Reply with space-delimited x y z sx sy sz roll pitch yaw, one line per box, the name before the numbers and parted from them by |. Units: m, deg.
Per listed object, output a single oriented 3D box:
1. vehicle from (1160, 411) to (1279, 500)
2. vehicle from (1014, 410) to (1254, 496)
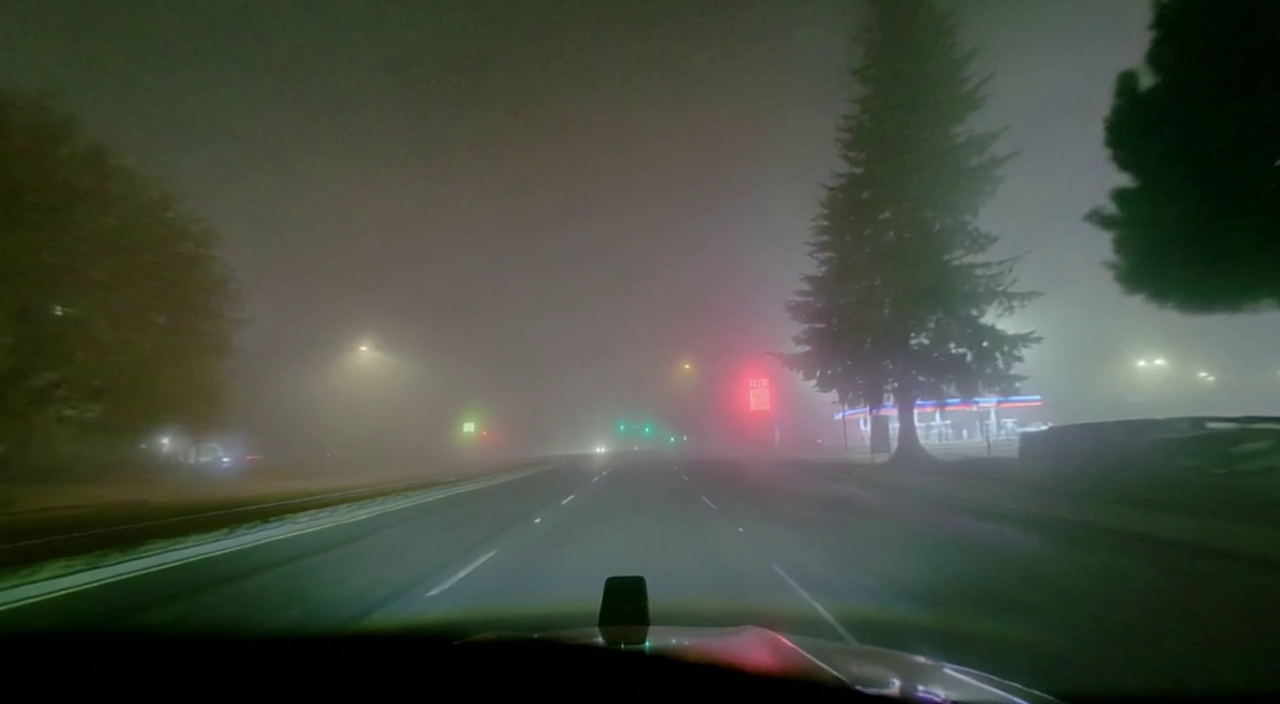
vehicle | 12.026 1.840 11.222 1.812 1.517 4.424 0 -8 1
vehicle | 12.354 2.575 16.390 1.983 1.727 5.085 -4 -8 -1
